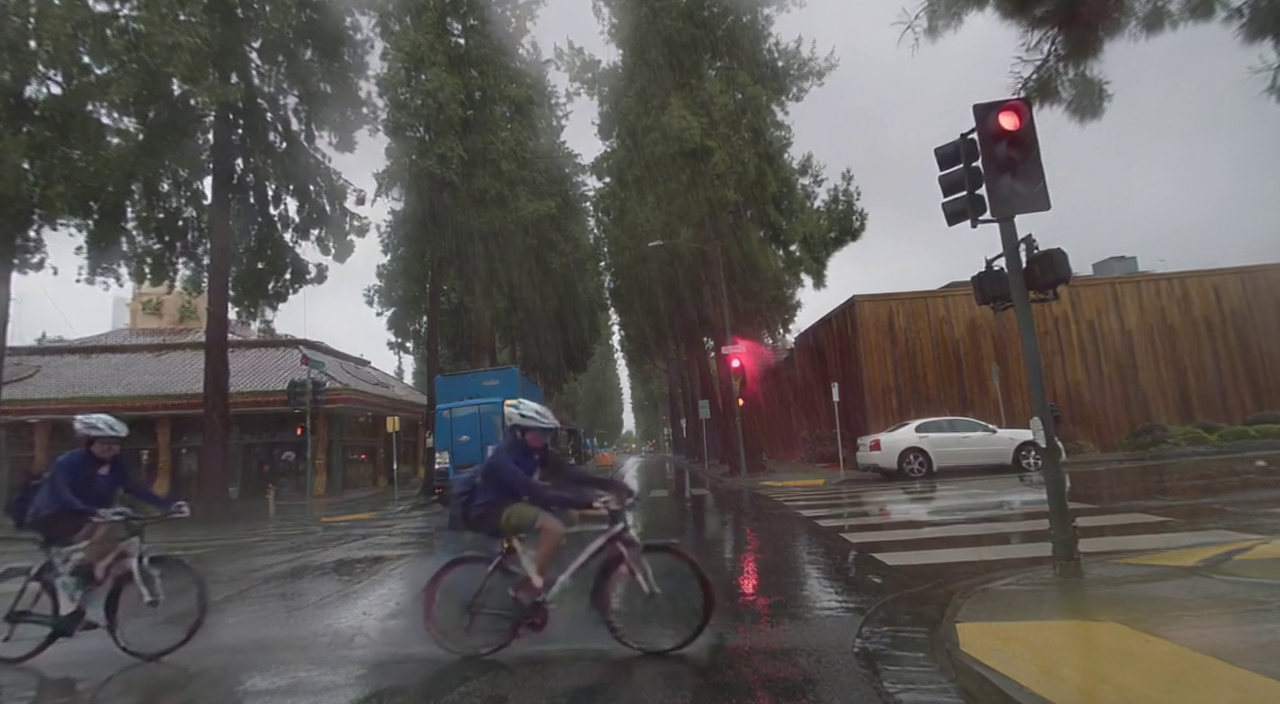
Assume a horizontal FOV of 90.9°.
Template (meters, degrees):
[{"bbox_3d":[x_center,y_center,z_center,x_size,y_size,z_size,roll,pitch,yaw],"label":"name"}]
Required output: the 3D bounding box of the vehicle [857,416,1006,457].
[{"bbox_3d":[10.694,3.143,23.423,4.643,1.456,1.820,-1,-8,5],"label":"vehicle"}]

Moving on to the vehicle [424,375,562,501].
[{"bbox_3d":[-5.814,3.725,27.177,3.113,4.041,10.284,-7,-8,0],"label":"vehicle"}]

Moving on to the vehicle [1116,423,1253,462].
[{"bbox_3d":[24.955,4.160,29.010,4.268,1.695,2.053,0,-8,3],"label":"vehicle"}]
